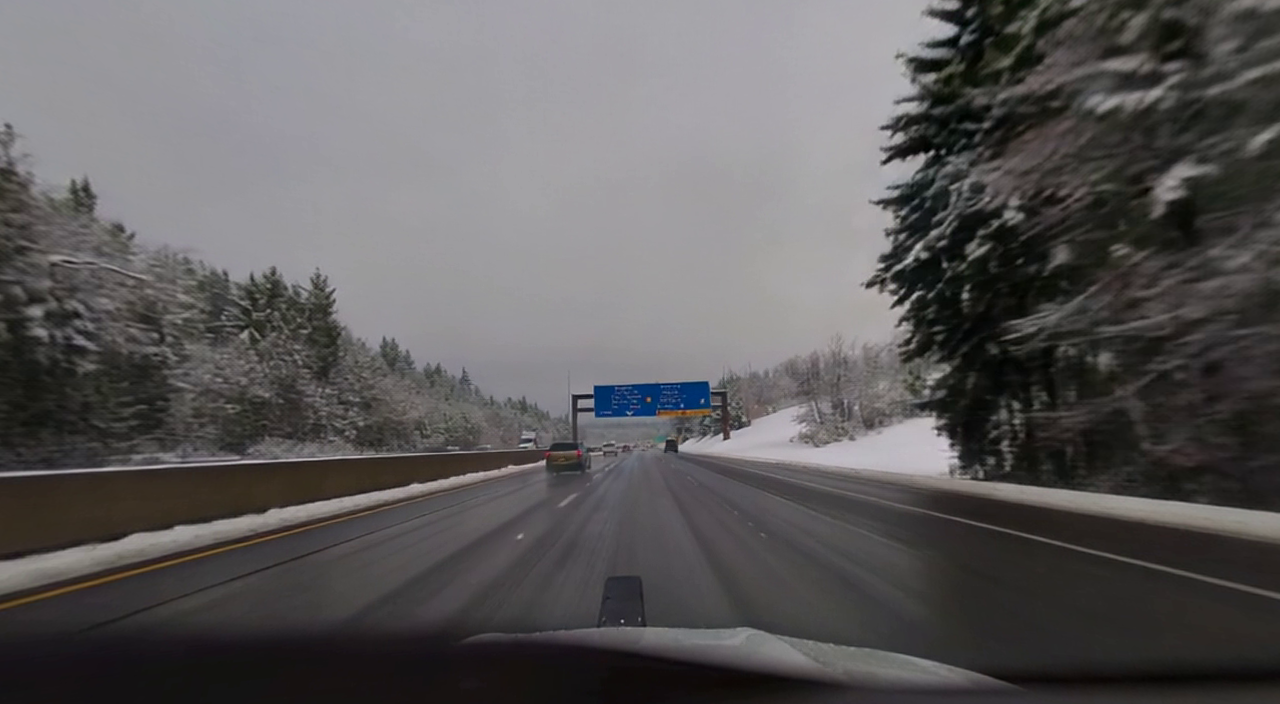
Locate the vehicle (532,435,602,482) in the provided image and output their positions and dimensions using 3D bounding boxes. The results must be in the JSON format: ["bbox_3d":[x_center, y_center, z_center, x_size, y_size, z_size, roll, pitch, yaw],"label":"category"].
[{"bbox_3d":[-2.719,4.091,24.466,2.183,1.662,3.968,0,-9,1],"label":"vehicle"}]

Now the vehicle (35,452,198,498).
[{"bbox_3d":[-19.237,4.509,23.526,1.946,1.461,4.746,0,-9,1],"label":"vehicle"}]
